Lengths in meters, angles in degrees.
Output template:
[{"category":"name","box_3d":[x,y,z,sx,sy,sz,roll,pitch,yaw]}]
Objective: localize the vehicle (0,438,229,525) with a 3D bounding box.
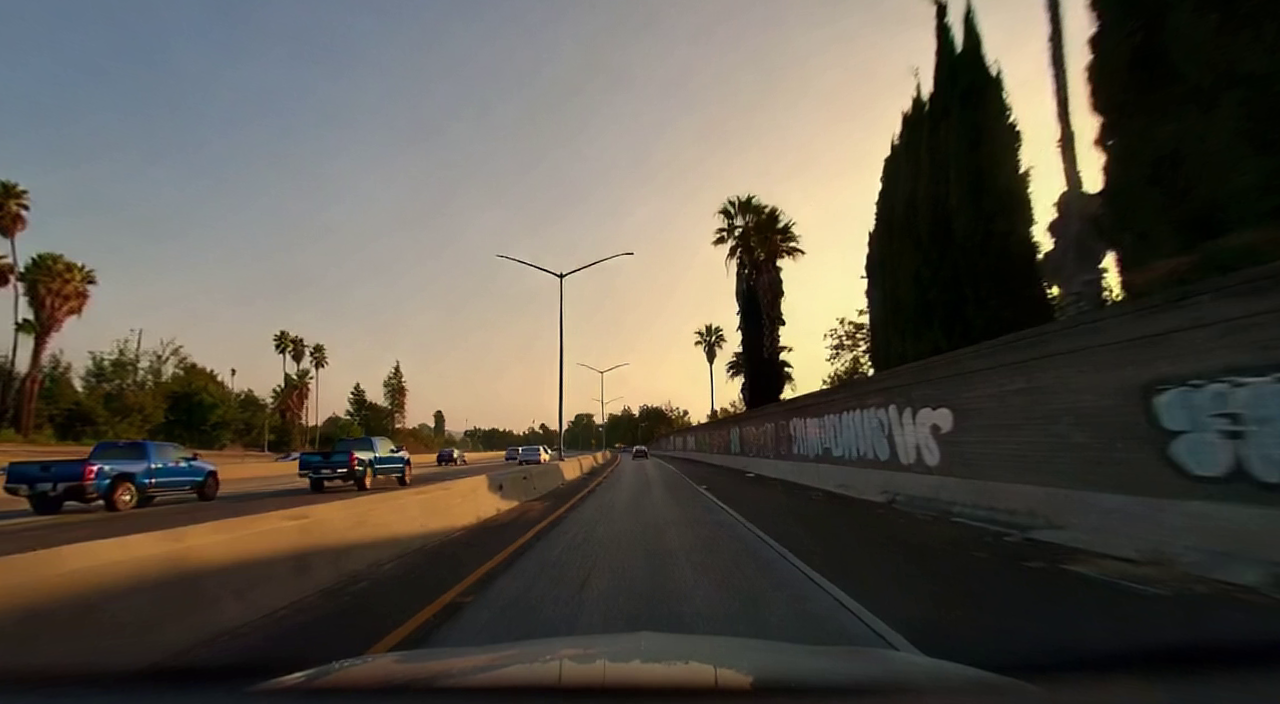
[{"category":"vehicle","box_3d":[-14.199,3.276,16.848,2.272,1.882,5.941,0,-8,1]}]

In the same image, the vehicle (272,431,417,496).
[{"category":"vehicle","box_3d":[-10.201,3.891,22.474,2.342,1.999,5.594,0,-8,1]}]
